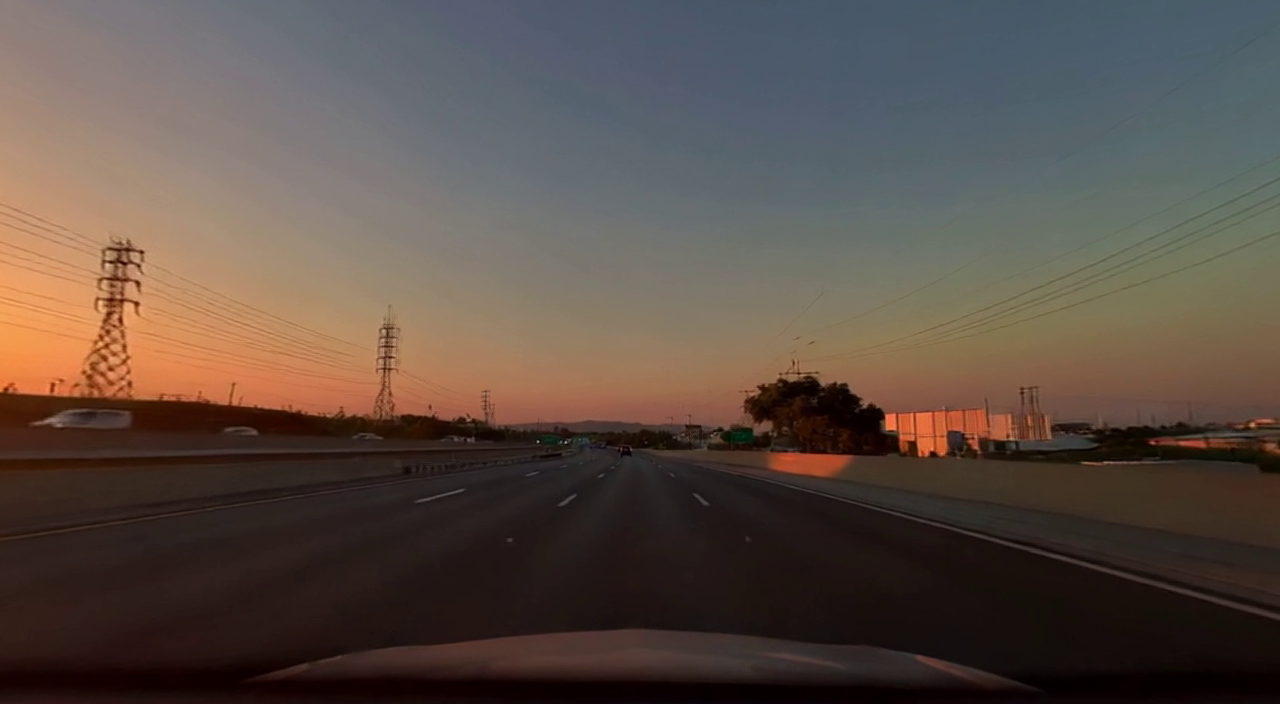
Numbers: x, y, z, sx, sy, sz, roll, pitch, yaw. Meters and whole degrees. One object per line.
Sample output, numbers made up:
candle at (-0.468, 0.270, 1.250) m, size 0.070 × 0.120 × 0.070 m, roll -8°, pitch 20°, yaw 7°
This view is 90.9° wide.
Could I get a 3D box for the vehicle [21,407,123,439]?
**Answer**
vehicle at (-31.011, 3.944, 34.620) m, size 1.801 × 1.555 × 4.217 m, roll 0°, pitch -9°, yaw -3°
